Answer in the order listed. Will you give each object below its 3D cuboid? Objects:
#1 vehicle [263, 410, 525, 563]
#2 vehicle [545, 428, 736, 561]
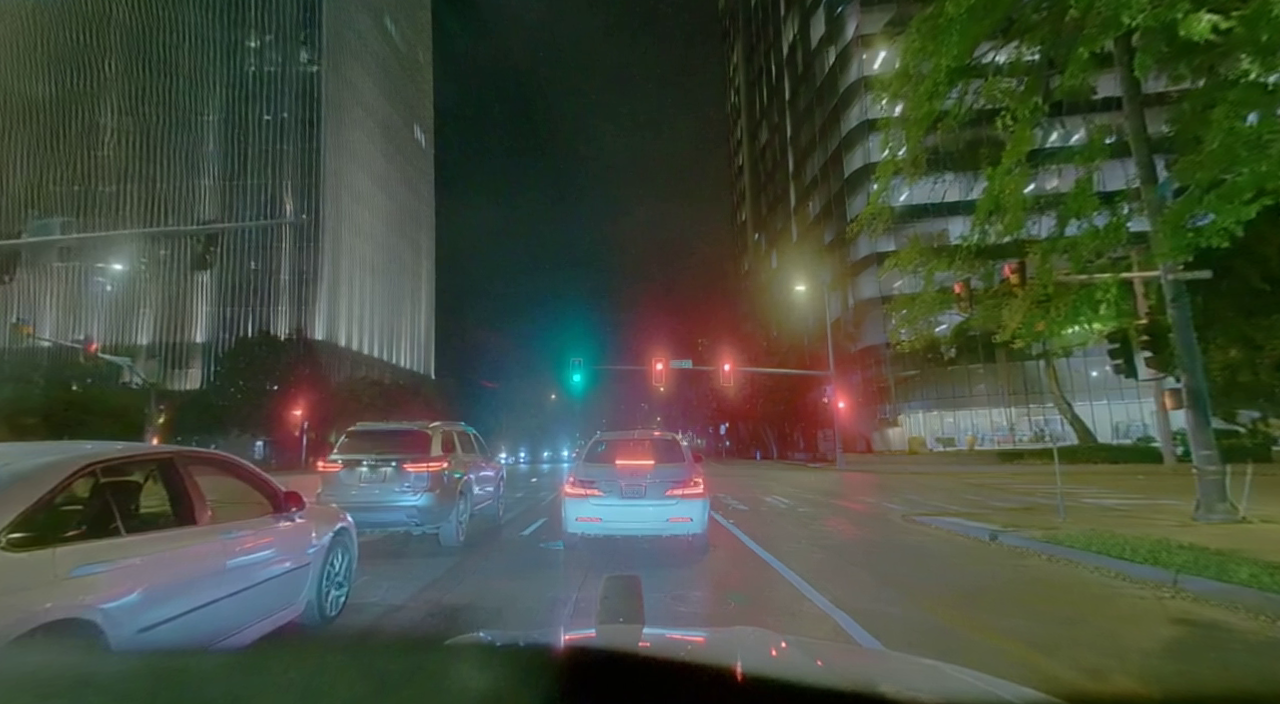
[{"bbox_3d":[-3.200,1.857,9.446,2.081,1.719,4.434,0,-8,0],"label":"vehicle"},{"bbox_3d":[0.004,1.931,9.258,2.190,1.522,3.850,0,-8,0],"label":"vehicle"}]
